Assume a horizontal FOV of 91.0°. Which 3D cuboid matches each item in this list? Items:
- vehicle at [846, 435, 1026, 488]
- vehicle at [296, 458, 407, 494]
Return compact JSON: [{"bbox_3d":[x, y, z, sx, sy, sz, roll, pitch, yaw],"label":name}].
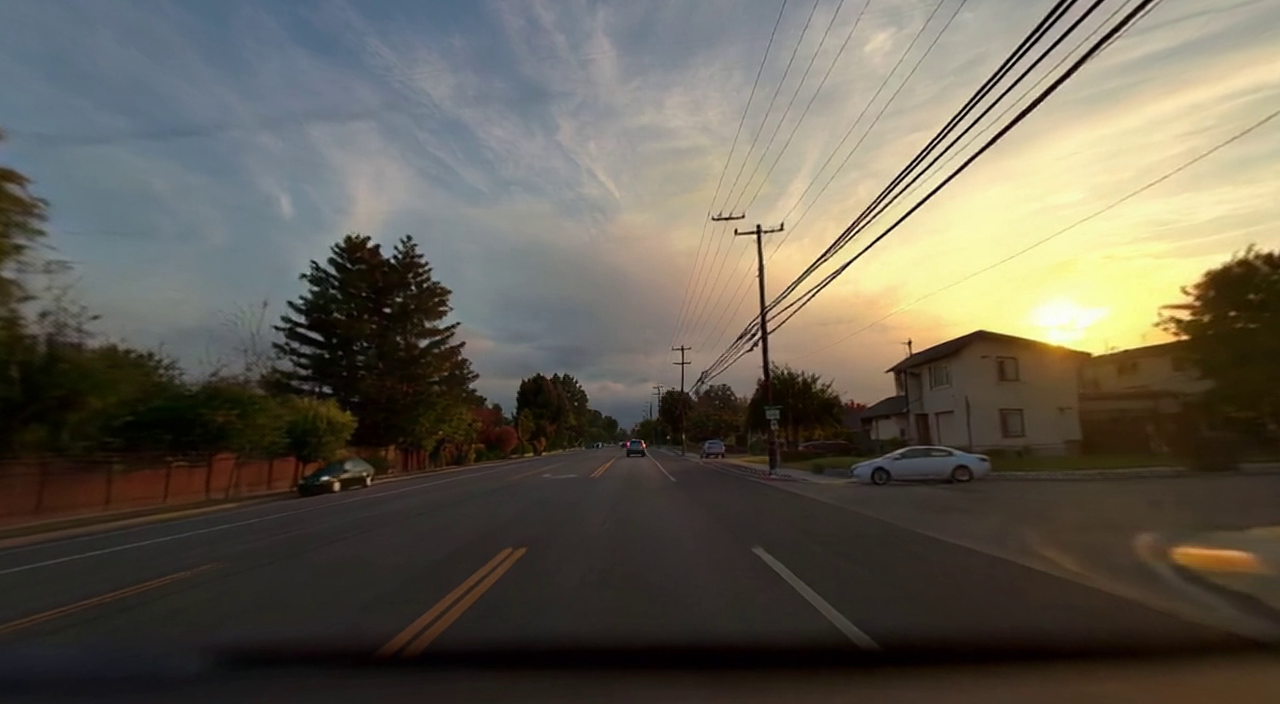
[{"bbox_3d":[8.754,3.274,19.014,4.487,1.461,1.874,-1,-9,8],"label":"vehicle"},{"bbox_3d":[-12.202,5.266,27.048,2.530,1.265,4.495,-1,-8,2],"label":"vehicle"}]
